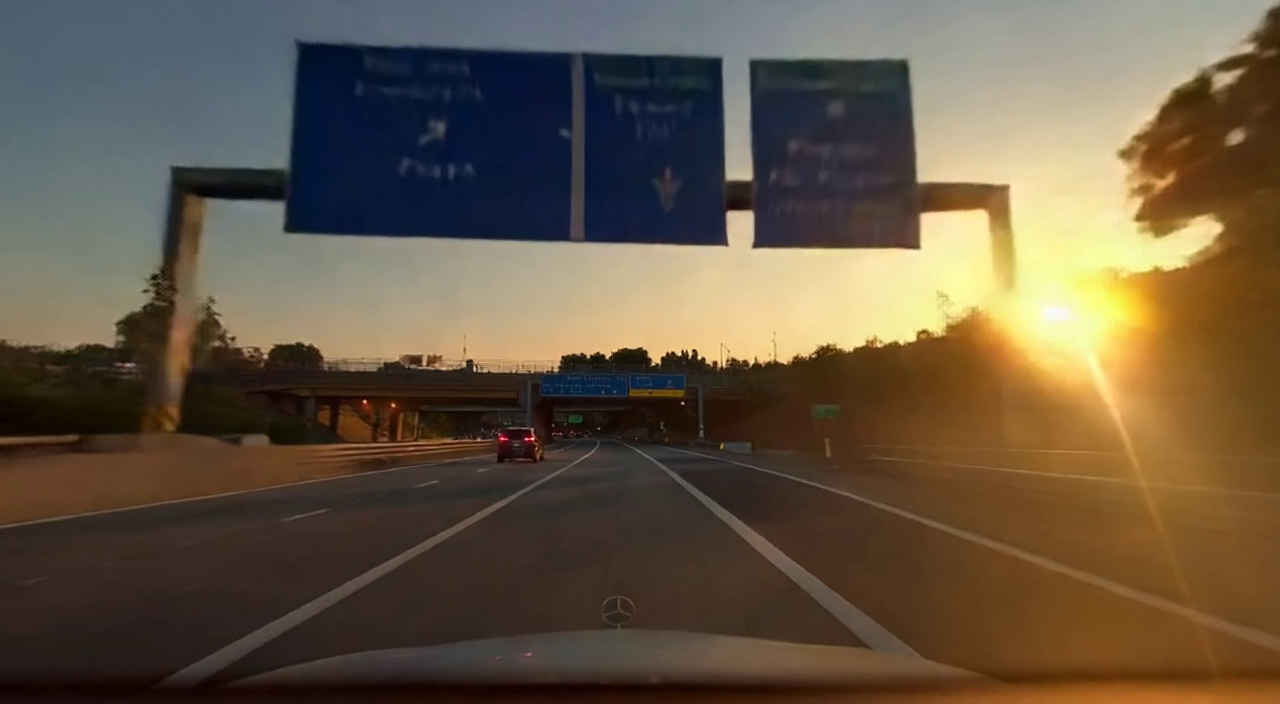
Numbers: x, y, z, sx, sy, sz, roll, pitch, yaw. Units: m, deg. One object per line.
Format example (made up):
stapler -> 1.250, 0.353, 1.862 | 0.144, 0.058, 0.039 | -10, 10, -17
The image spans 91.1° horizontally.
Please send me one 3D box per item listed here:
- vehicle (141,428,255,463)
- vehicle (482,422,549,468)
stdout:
vehicle -> -20.297, 4.306, 29.158 | 2.094, 1.503, 4.457 | 0, -8, -1
vehicle -> -5.083, 3.856, 26.241 | 2.007, 1.727, 4.040 | 0, -8, -1
